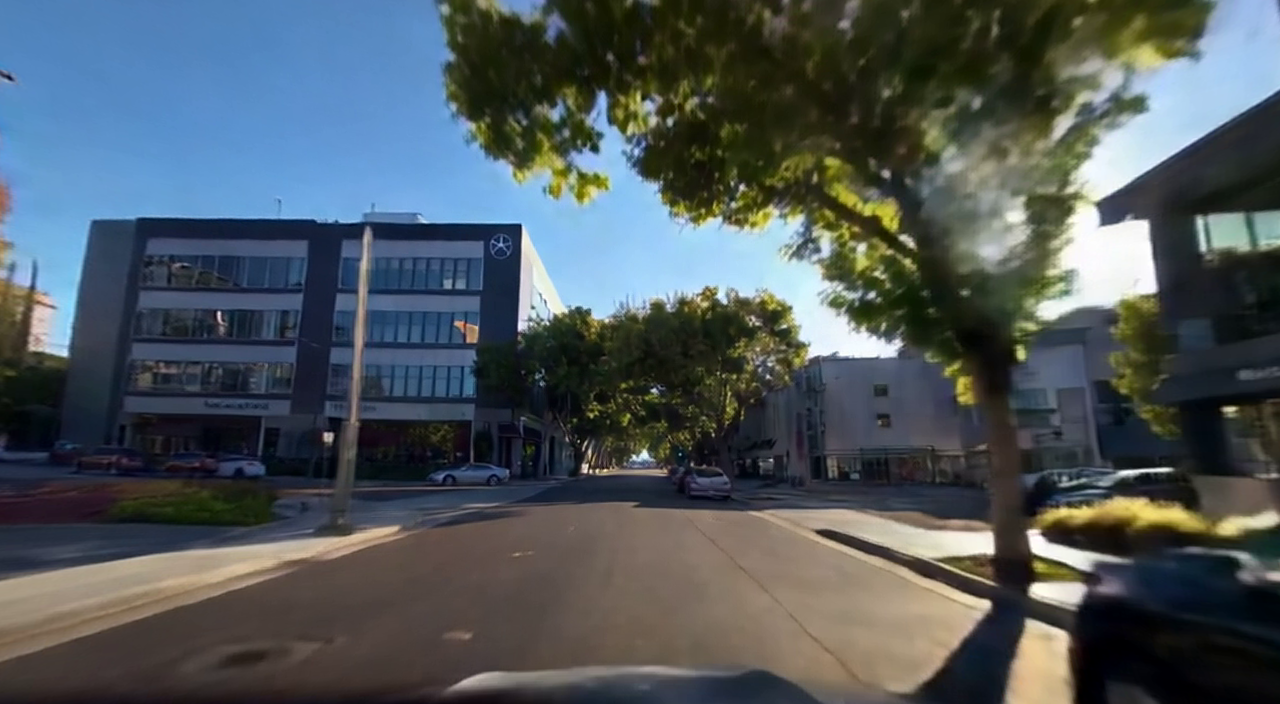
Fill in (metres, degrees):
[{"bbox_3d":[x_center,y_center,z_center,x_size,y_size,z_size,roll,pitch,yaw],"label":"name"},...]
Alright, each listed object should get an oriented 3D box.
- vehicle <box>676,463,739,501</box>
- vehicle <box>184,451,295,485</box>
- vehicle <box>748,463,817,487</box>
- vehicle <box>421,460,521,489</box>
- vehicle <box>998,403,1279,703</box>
[{"bbox_3d":[2.710,5.395,26.316,2.073,1.434,3.899,1,-11,-2],"label":"vehicle"},{"bbox_3d":[-19.963,5.834,31.534,4.118,1.482,1.889,2,-12,0],"label":"vehicle"},{"bbox_3d":[10.790,9.369,47.903,4.782,1.698,1.882,1,-11,-2],"label":"vehicle"},{"bbox_3d":[-9.107,6.657,34.234,4.770,1.448,1.983,9,-14,-38],"label":"vehicle"},{"bbox_3d":[2.826,0.855,0.969,1.962,1.627,4.371,2,-10,0],"label":"vehicle"}]
